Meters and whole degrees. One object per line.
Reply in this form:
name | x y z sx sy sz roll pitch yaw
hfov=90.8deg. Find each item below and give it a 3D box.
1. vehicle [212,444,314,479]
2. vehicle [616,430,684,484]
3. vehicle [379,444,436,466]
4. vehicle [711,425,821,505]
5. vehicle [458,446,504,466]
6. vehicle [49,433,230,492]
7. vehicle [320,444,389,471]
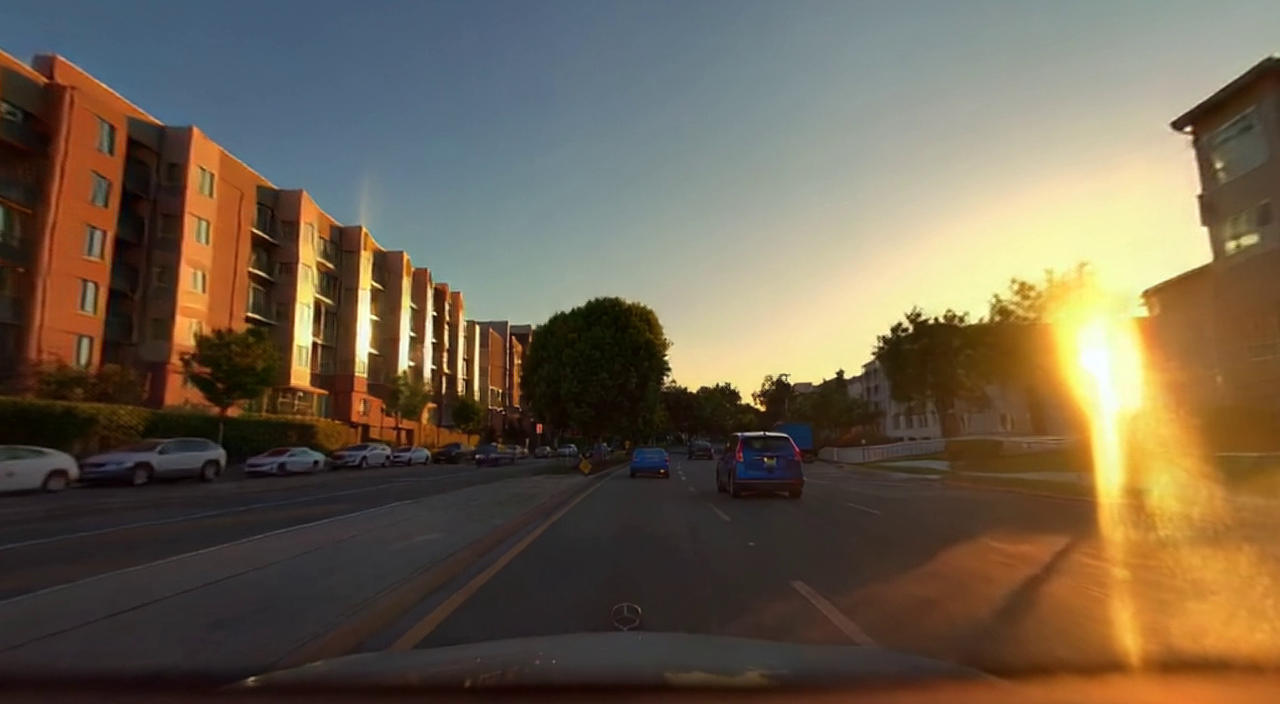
vehicle | -18.539 5.442 31.359 1.961 1.556 4.791 -2 -10 2
vehicle | 0.409 4.003 24.313 2.345 1.841 5.032 0 -9 2
vehicle | -17.222 7.730 47.128 2.008 1.487 5.078 -2 -10 4
vehicle | 3.142 2.944 16.802 2.033 1.823 4.409 0 -9 0
vehicle | -12.215 8.011 48.717 1.884 1.454 4.858 -1 -9 5
vehicle | -18.587 4.178 23.965 2.195 1.894 5.489 -2 -10 3
vehicle | -18.101 6.748 40.332 2.010 1.609 4.549 -1 -10 3
